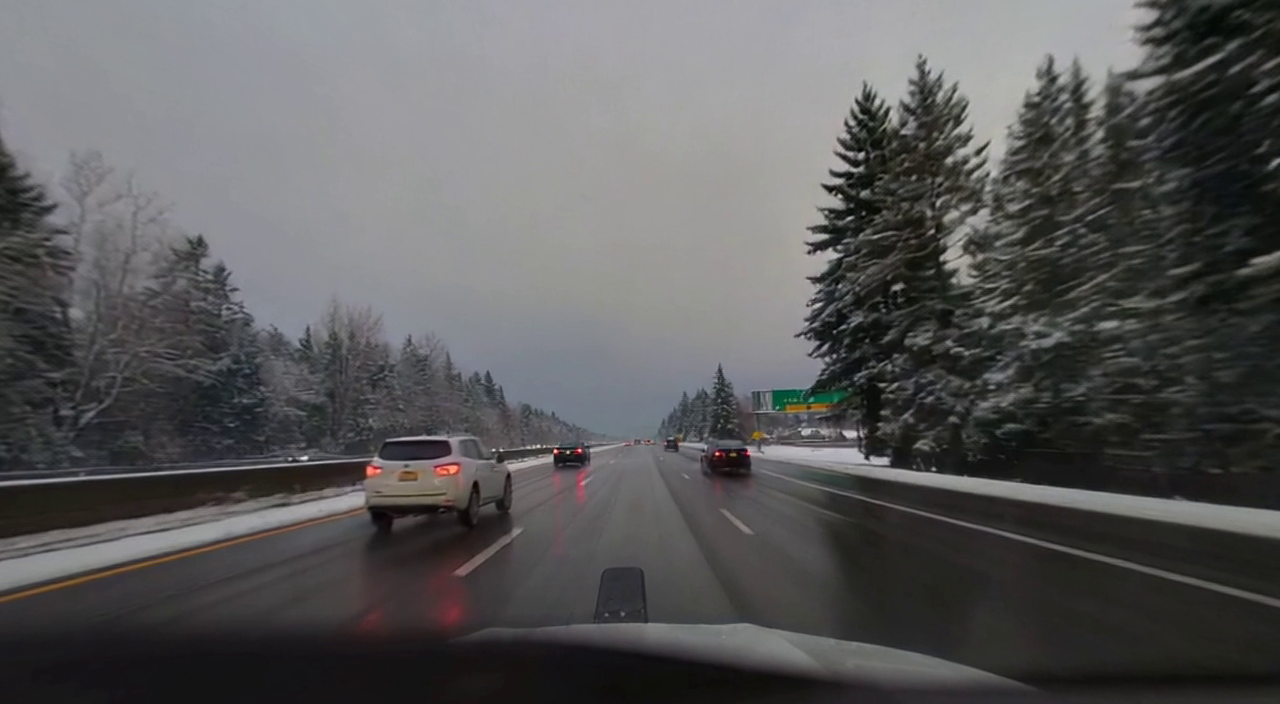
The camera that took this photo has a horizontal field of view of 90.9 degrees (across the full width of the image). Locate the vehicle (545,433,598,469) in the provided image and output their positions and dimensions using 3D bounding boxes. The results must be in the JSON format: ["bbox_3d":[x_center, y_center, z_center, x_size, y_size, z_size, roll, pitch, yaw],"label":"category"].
[{"bbox_3d":[-3.561,5.259,33.661,2.217,1.773,4.553,0,-8,1],"label":"vehicle"}]

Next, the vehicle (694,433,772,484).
[{"bbox_3d":[3.072,3.628,21.706,1.996,1.579,3.841,0,-8,-1],"label":"vehicle"}]

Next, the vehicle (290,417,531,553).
[{"bbox_3d":[-3.151,1.915,9.778,2.049,1.620,4.153,0,-8,2],"label":"vehicle"}]
